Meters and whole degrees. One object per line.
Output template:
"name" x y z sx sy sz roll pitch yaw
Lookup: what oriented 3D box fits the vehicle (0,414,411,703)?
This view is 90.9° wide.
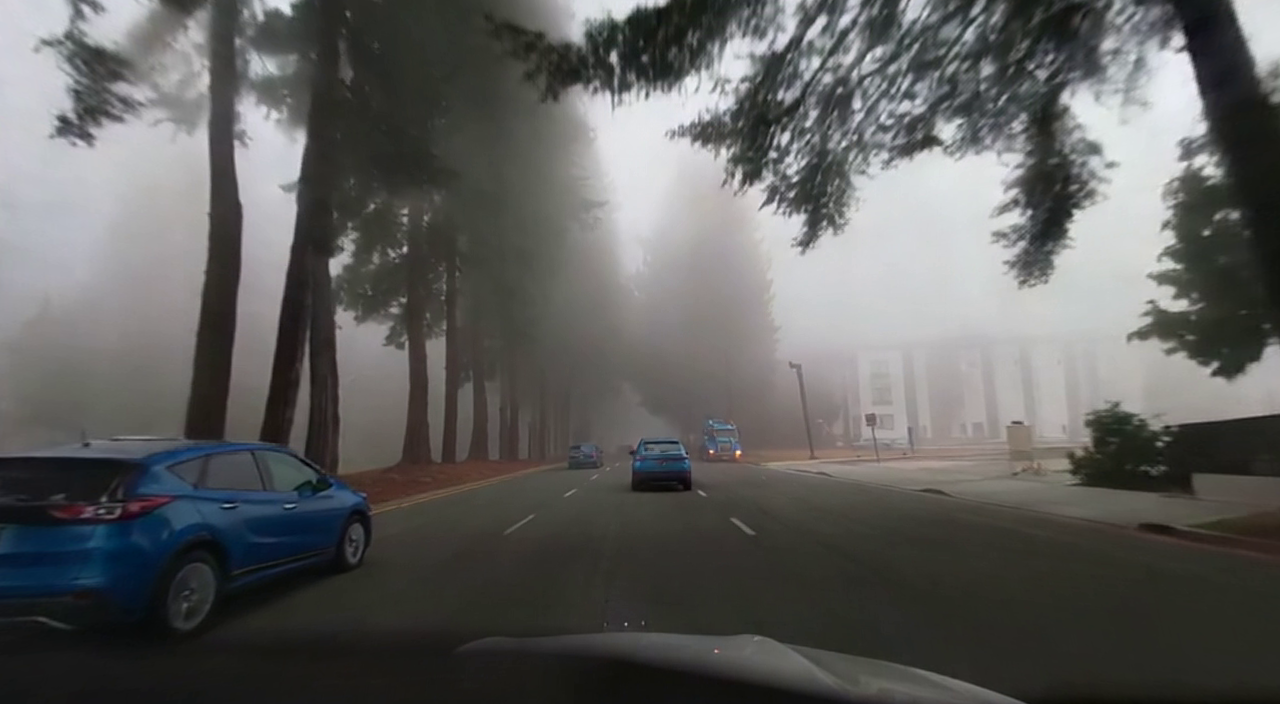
"vehicle" -3.994 1.433 5.670 2.003 1.507 4.808 0 -8 1

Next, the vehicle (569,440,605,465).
"vehicle" -3.630 6.953 43.911 2.062 1.641 4.193 0 -8 1

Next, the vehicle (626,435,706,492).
"vehicle" 0.646 3.218 18.491 2.086 1.466 4.026 0 -8 -1

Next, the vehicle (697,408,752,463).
"vehicle" 6.226 6.450 48.282 2.867 3.600 11.047 -1 -8 1
